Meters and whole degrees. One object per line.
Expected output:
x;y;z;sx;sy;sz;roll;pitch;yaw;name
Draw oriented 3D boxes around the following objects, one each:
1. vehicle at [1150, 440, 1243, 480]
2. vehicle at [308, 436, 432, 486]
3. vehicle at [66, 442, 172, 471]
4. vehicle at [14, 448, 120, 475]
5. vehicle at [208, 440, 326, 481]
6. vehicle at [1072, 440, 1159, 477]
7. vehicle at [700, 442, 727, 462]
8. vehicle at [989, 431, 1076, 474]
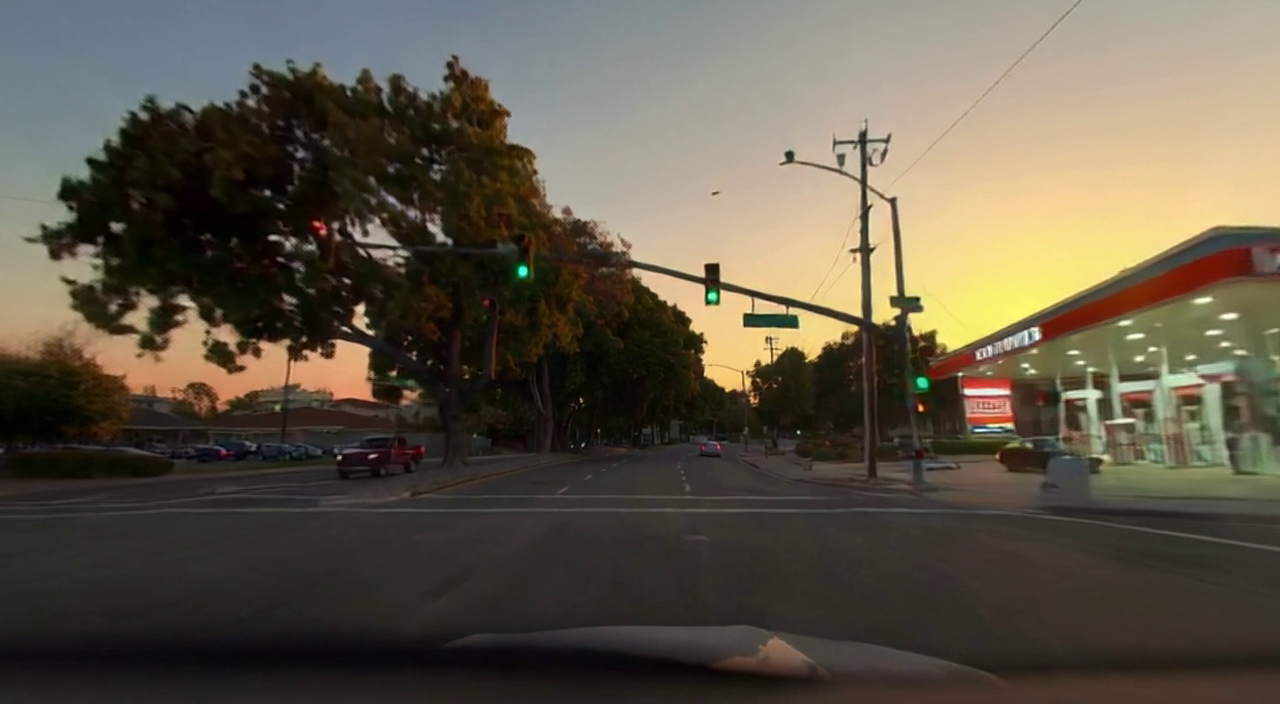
22.048;4.222;24.977;4.329;1.461;1.873;6;-11;-38;vehicle
-9.004;3.674;21.592;2.023;1.498;4.605;-1;-9;3;vehicle
-32.094;6.437;38.997;4.820;1.694;2.101;-1;-9;5;vehicle
-32.542;6.218;35.943;4.233;1.434;1.961;-1;-9;4;vehicle
-15.475;4.539;26.612;1.989;1.509;4.881;-1;-9;0;vehicle
20.235;4.595;26.811;4.553;1.371;2.019;11;-17;-42;vehicle
5.724;7.869;49.657;1.908;1.492;3.977;-1;-9;3;vehicle
17.908;4.566;28.731;4.601;1.766;2.015;7;-13;-42;vehicle
